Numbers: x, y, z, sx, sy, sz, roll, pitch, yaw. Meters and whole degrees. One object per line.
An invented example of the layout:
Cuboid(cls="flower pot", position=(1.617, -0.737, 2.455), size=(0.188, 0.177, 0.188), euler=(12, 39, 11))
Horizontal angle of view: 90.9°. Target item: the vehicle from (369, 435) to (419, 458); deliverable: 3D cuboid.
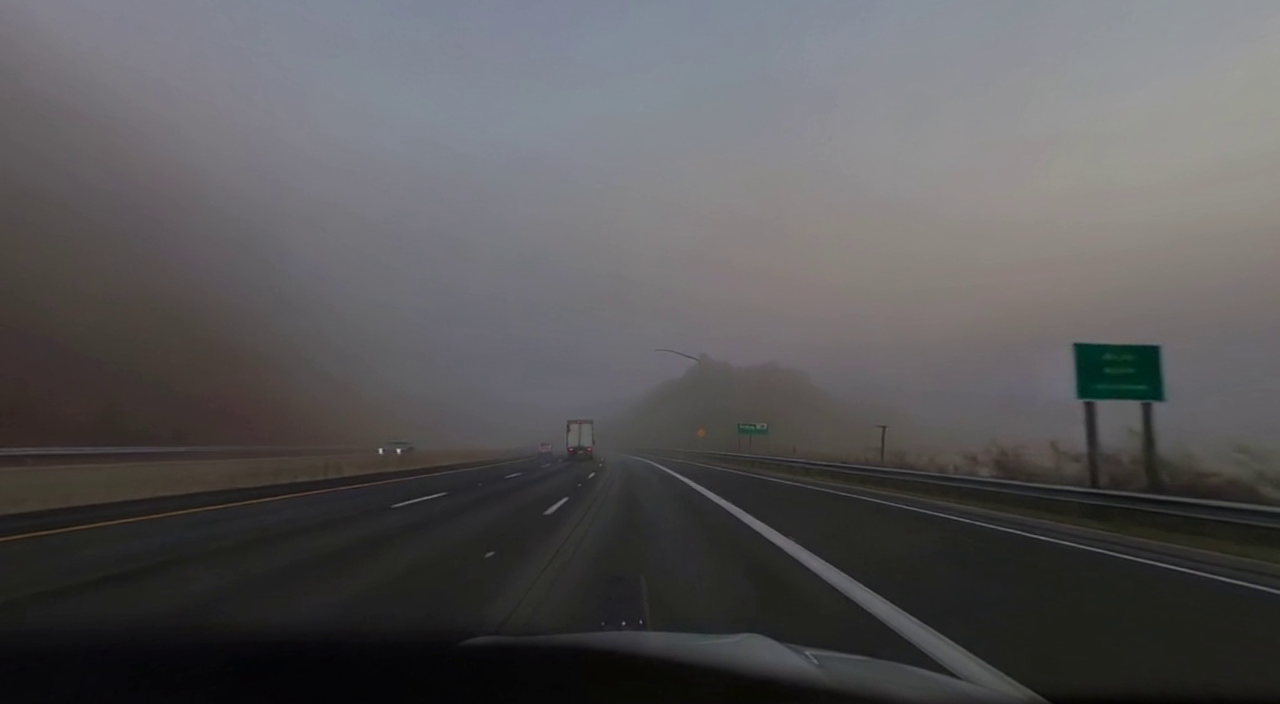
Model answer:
Cuboid(cls="vehicle", position=(-19.351, 7.466, 49.812), size=(2.093, 1.664, 4.978), euler=(0, -8, -3))
